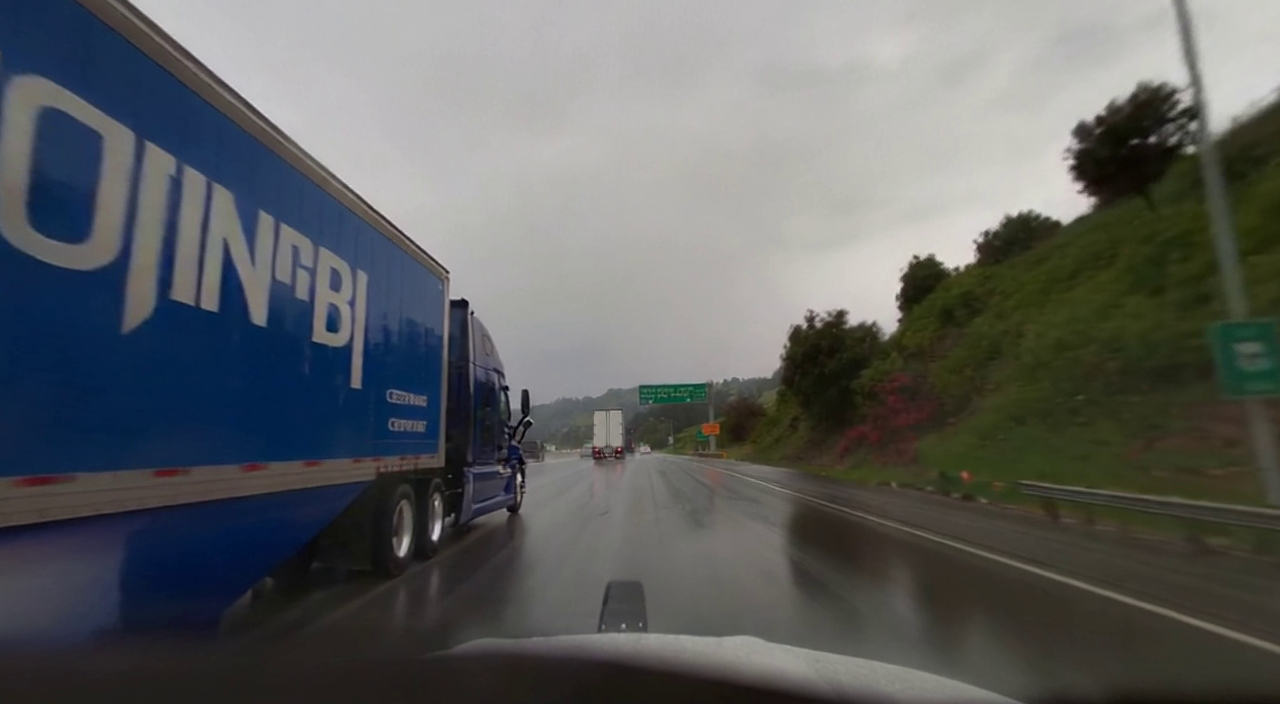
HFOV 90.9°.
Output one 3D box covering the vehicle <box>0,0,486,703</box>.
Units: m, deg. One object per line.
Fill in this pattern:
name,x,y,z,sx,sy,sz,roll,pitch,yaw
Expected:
vehicle,-3.451,-0.369,1.021,2.963,4.128,13.357,0,-8,0
